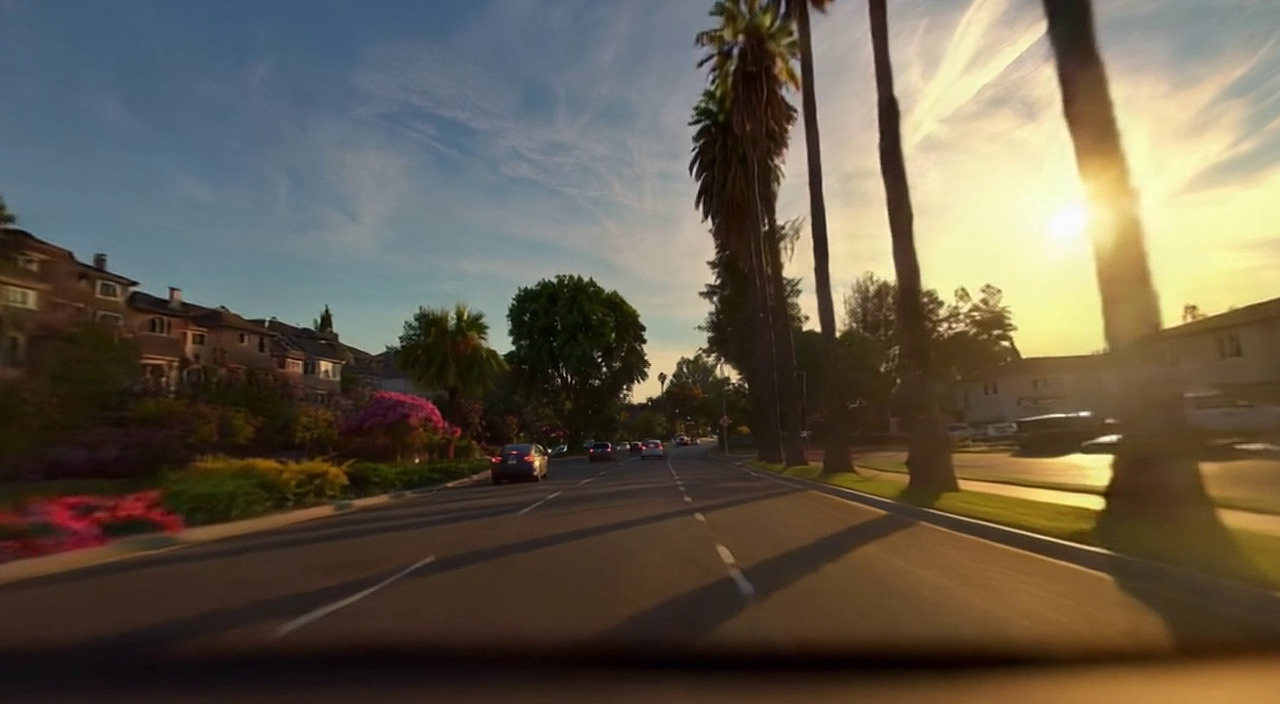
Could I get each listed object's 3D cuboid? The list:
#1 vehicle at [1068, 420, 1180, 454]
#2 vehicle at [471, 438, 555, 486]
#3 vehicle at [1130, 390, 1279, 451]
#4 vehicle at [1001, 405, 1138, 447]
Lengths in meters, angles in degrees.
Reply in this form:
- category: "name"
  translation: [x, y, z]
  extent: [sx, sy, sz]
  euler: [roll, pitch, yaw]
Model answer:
- category: "vehicle"
  translation: [21.472, 3.796, 27.935]
  extent: [3.648, 1.427, 1.686]
  euler: [1, -8, -6]
- category: "vehicle"
  translation: [-4.326, 3.815, 22.133]
  extent: [2.036, 1.478, 4.508]
  euler: [0, -8, 0]
- category: "vehicle"
  translation: [21.306, 2.501, 22.535]
  extent: [5.458, 2.044, 2.299]
  euler: [0, -8, -2]
- category: "vehicle"
  translation: [21.095, 3.669, 30.957]
  extent: [5.294, 1.978, 2.201]
  euler: [1, -8, -7]
